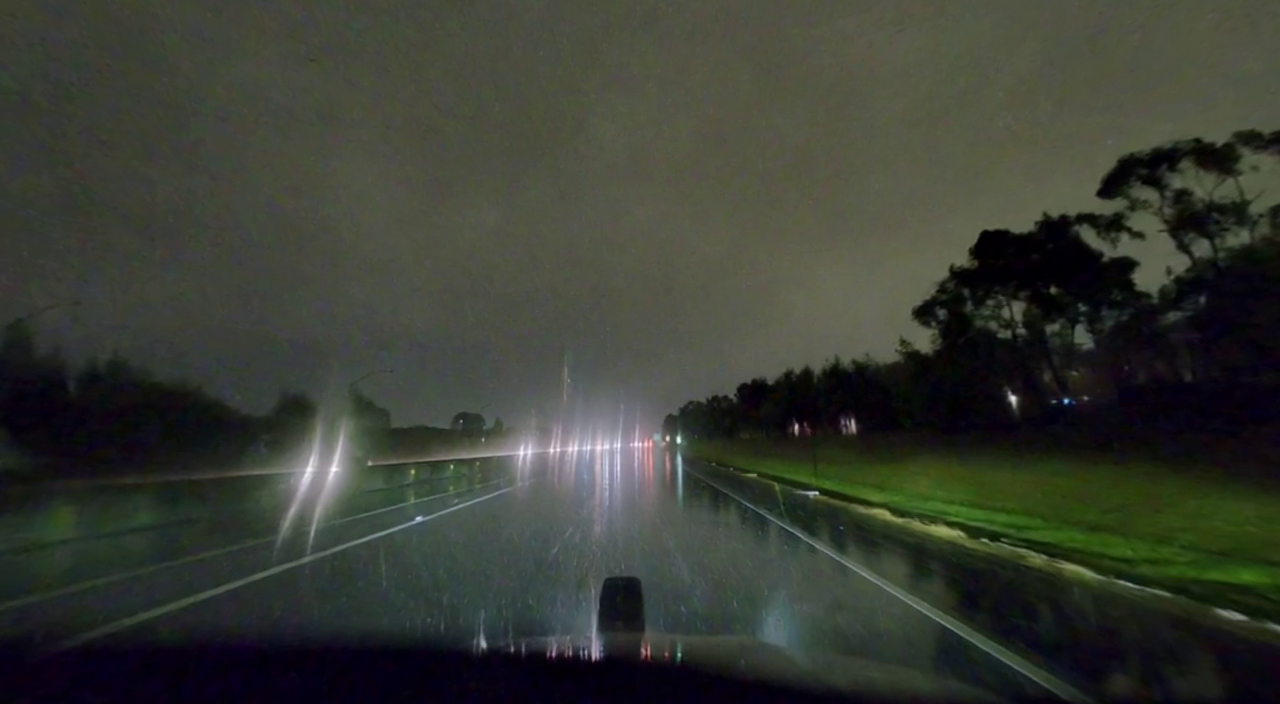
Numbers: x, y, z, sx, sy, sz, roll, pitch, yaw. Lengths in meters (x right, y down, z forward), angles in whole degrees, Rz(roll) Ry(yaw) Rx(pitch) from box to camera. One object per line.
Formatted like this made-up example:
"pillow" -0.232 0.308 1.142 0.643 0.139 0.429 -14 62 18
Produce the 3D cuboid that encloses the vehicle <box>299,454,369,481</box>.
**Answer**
"vehicle" -19.044 7.204 39.435 1.956 1.520 4.555 0 -9 1
